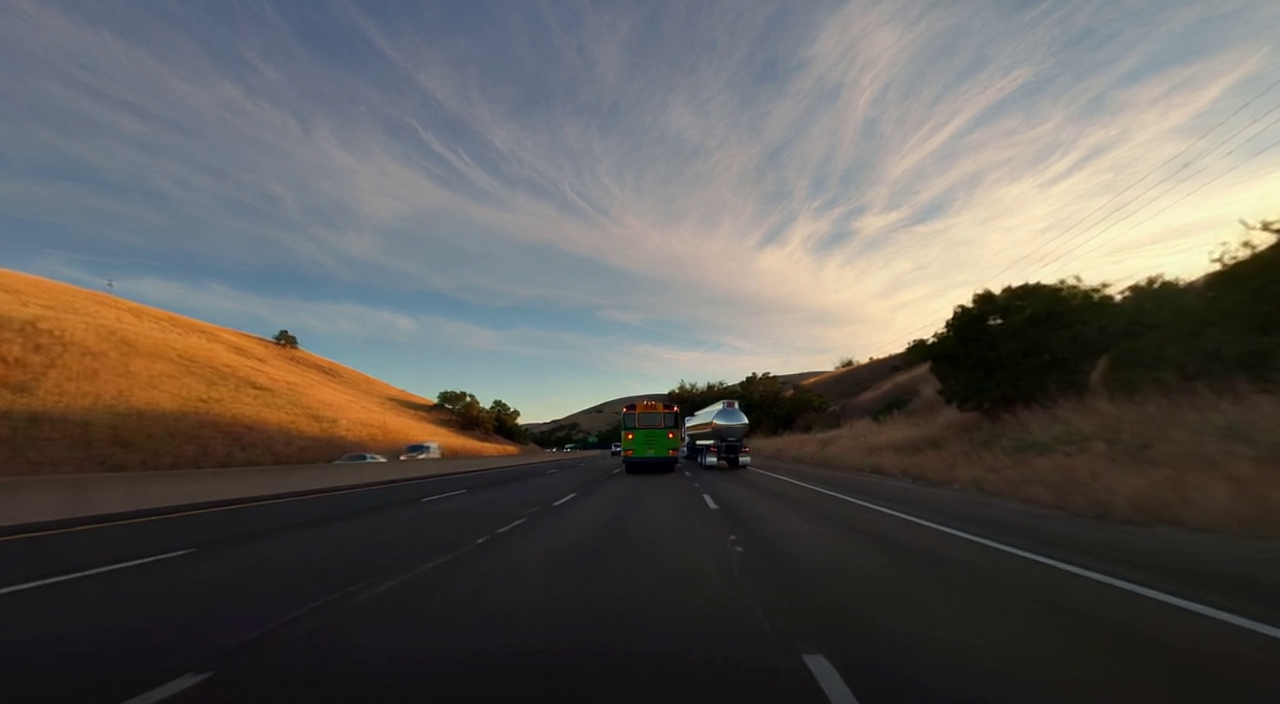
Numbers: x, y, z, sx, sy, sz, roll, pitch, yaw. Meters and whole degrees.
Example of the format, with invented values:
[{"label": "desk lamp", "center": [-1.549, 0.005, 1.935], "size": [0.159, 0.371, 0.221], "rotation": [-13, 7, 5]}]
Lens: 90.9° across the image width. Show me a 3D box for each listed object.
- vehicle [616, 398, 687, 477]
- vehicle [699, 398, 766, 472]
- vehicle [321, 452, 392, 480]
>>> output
[{"label": "vehicle", "center": [0.710, 4.348, 31.635], "size": [2.948, 3.265, 10.569], "rotation": [0, -8, 3]}, {"label": "vehicle", "center": [5.012, 4.702, 35.489], "size": [2.716, 3.705, 7.018], "rotation": [0, -8, 1]}, {"label": "vehicle", "center": [-16.519, 6.656, 37.030], "size": [1.881, 1.485, 4.433], "rotation": [0, -8, 3]}]
